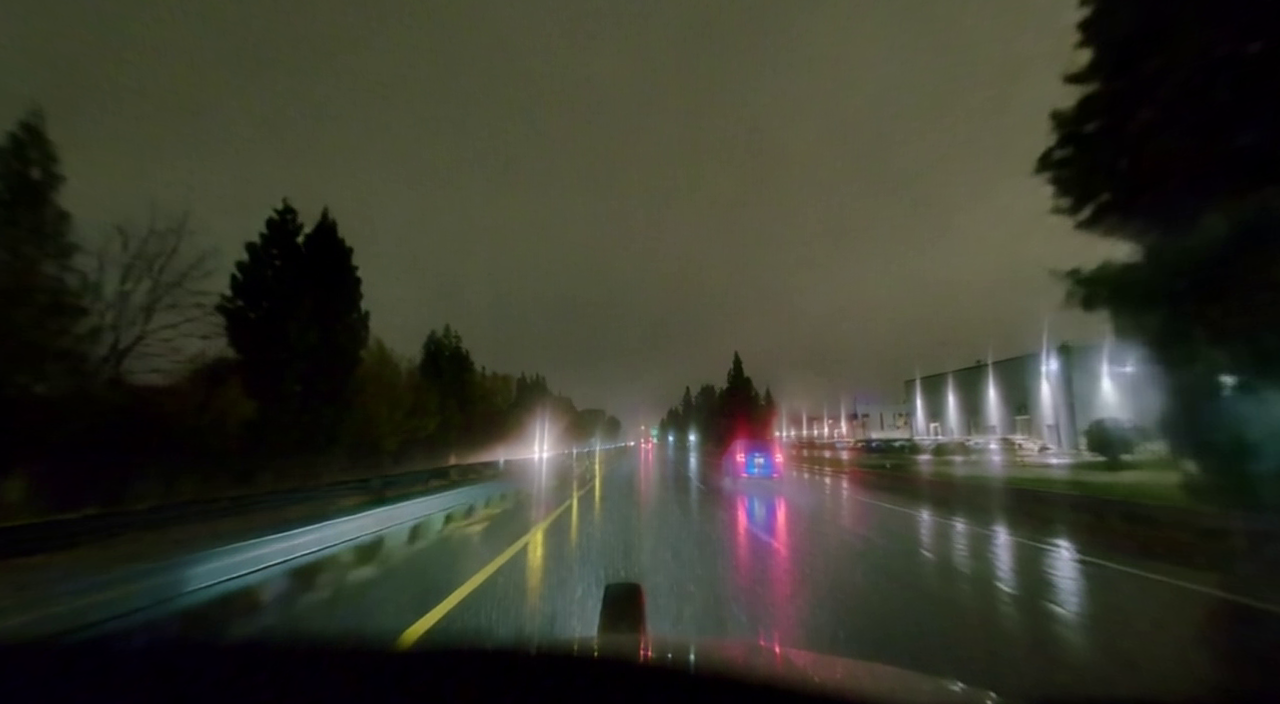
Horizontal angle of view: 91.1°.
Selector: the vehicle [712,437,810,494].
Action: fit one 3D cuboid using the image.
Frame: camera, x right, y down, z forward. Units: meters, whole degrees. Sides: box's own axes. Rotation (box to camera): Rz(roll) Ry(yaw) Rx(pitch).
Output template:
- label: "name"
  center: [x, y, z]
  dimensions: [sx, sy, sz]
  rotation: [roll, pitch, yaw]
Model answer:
- label: "vehicle"
  center: [3.520, 3.378, 19.091]
  dimensions: [2.079, 1.531, 3.997]
  rotation: [0, -8, -1]
